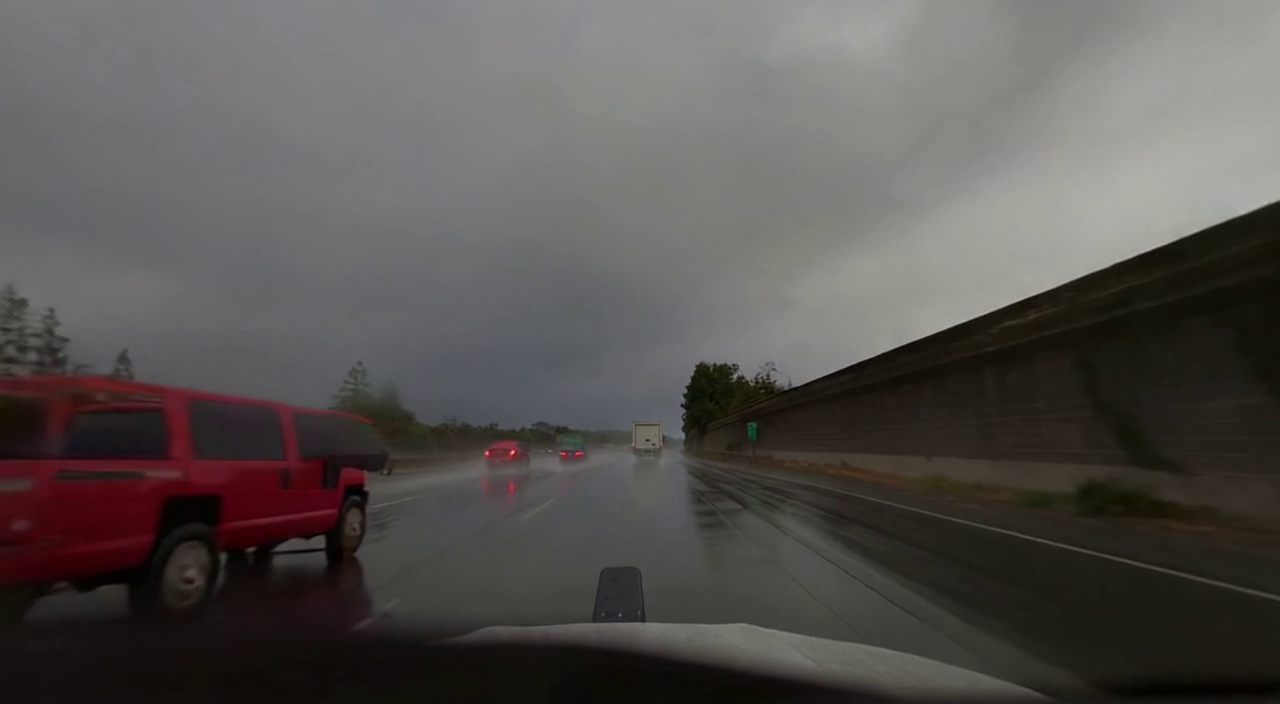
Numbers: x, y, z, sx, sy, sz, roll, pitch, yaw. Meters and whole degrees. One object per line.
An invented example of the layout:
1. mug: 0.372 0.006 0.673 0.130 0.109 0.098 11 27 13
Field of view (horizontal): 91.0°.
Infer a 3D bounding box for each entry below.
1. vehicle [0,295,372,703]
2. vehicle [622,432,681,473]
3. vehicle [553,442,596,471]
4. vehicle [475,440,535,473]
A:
1. vehicle: -4.351 0.920 4.373 2.368 2.003 5.844 0 -9 0
2. vehicle: 0.539 5.271 33.174 2.856 1.994 4.931 0 -9 0
3. vehicle: -3.662 5.955 36.036 2.000 1.512 4.371 0 -9 0
4. vehicle: -7.301 5.682 34.506 2.189 1.673 4.699 0 -9 1
